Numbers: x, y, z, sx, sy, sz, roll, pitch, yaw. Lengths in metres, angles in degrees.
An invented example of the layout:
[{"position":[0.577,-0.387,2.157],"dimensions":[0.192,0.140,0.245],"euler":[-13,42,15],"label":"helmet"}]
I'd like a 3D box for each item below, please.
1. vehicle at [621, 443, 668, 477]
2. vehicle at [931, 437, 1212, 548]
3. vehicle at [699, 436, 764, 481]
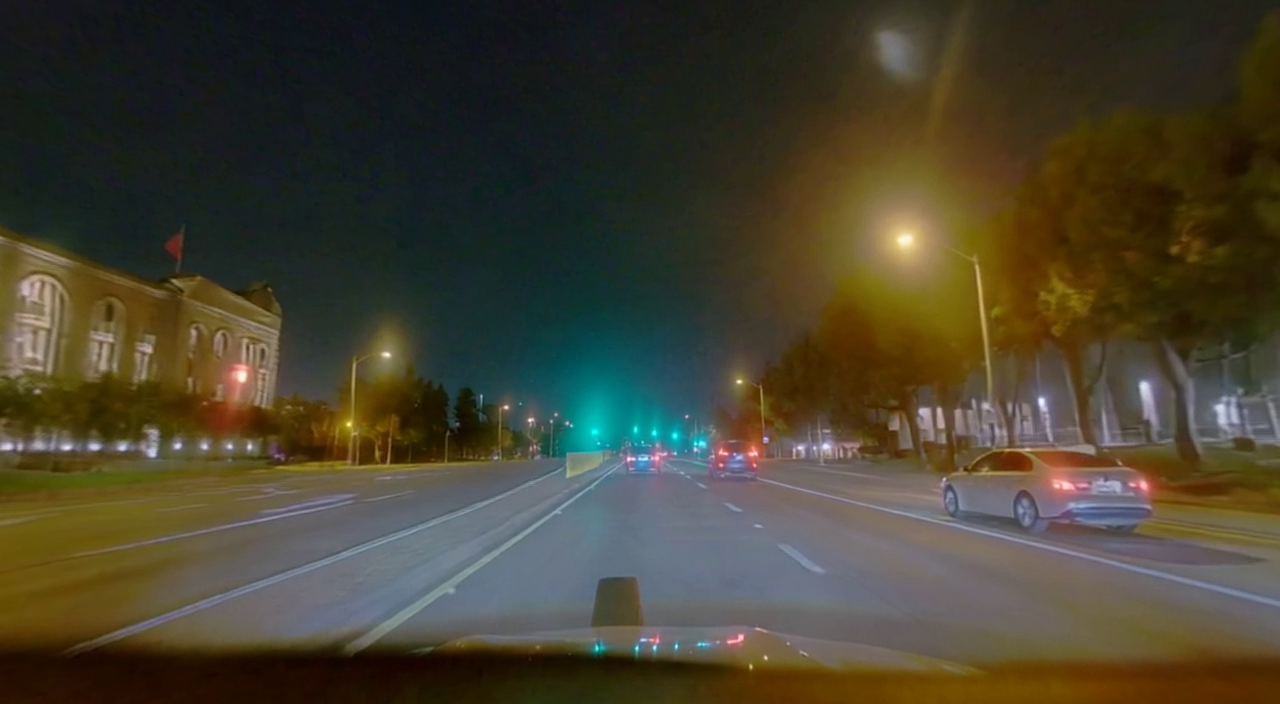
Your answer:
[{"position":[0.227,4.972,29.241],"dimensions":[2.054,1.446,3.969],"euler":[0,-9,1],"label":"vehicle"},{"position":[7.021,2.290,10.994],"dimensions":[1.868,1.472,4.274],"euler":[2,-9,0],"label":"vehicle"},{"position":[3.802,4.527,27.060],"dimensions":[2.036,1.757,4.300],"euler":[0,-9,-1],"label":"vehicle"}]
